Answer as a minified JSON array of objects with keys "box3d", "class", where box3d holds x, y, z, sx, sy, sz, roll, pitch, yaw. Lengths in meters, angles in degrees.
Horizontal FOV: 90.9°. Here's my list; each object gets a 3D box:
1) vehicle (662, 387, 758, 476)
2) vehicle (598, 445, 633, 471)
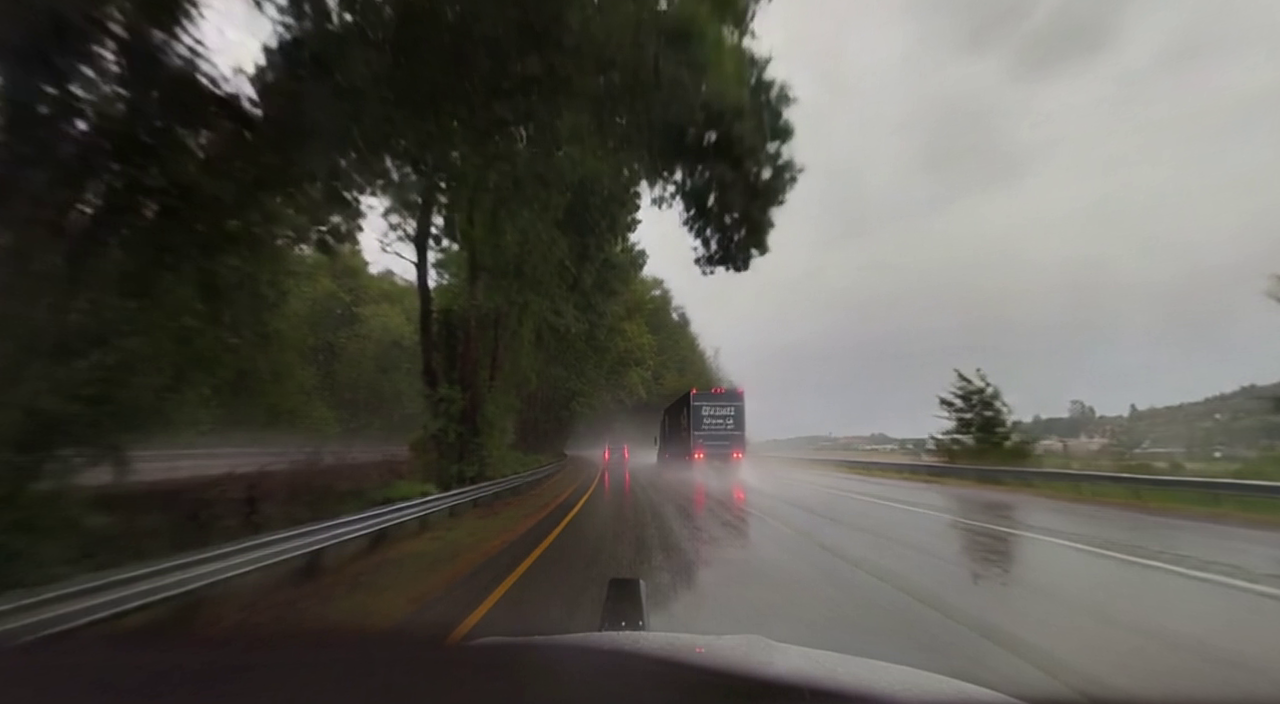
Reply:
[{"box3d":[3.411,4.656,35.551,2.951,4.012,14.203,0,-9,-3],"class":"vehicle"},{"box3d":[-1.430,6.210,37.121,1.913,1.460,3.610,0,-9,-2],"class":"vehicle"}]
